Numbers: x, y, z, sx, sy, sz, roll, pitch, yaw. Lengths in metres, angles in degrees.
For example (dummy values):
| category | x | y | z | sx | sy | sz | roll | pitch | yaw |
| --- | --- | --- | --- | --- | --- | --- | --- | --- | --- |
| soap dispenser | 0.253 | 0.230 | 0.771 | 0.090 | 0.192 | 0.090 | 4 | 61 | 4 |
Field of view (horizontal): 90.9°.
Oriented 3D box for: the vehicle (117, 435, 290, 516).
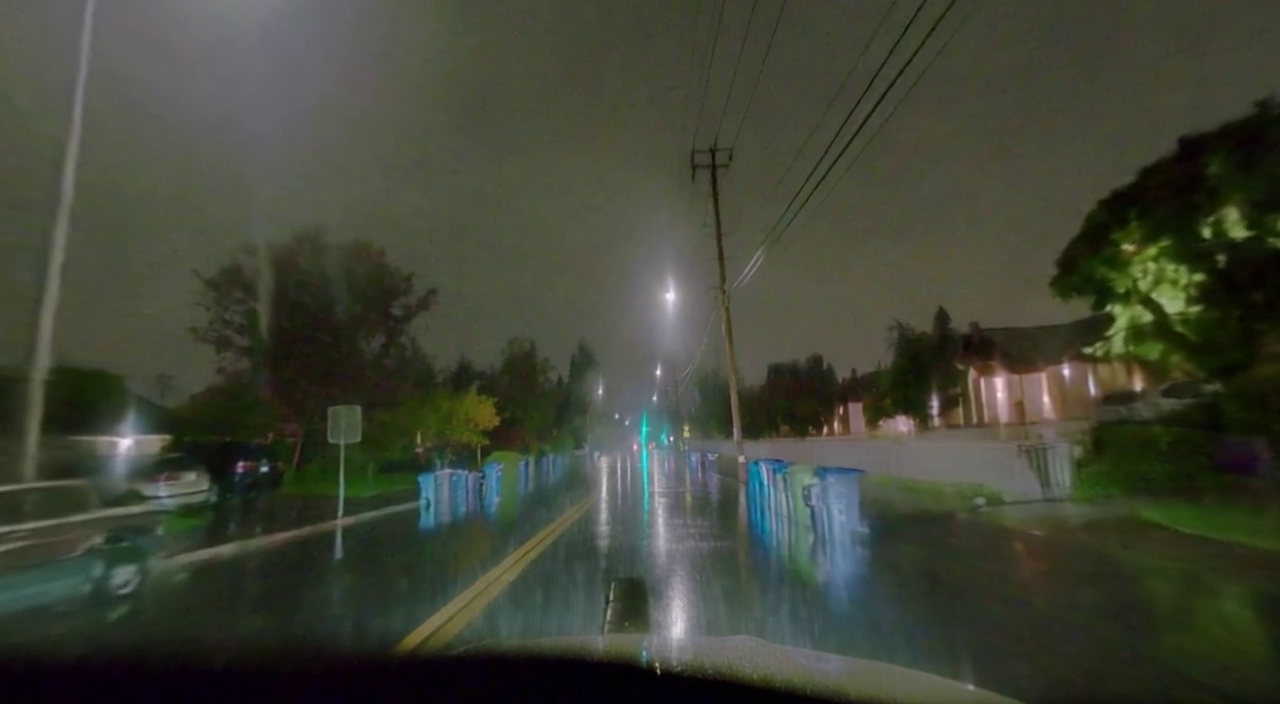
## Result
| category | x | y | z | sx | sy | sz | roll | pitch | yaw |
| --- | --- | --- | --- | --- | --- | --- | --- | --- | --- |
| vehicle | -12.796 | 3.546 | 18.916 | 2.085 | 1.904 | 4.521 | -5 | -7 | -1 |

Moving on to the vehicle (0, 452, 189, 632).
| category | x | y | z | sx | sy | sz | roll | pitch | yaw |
| --- | --- | --- | --- | --- | --- | --- | --- | --- | --- |
| vehicle | -6.505 | 1.759 | 5.559 | 1.880 | 1.458 | 4.292 | -4 | -7 | 1 |
